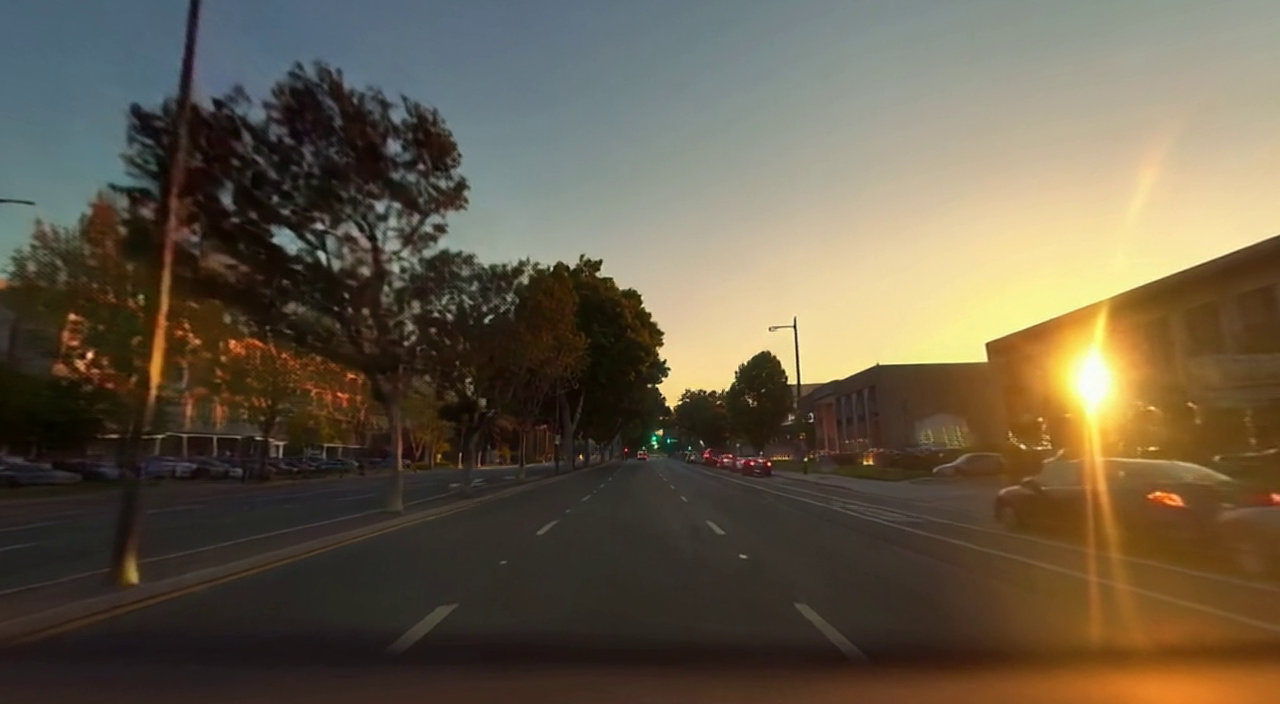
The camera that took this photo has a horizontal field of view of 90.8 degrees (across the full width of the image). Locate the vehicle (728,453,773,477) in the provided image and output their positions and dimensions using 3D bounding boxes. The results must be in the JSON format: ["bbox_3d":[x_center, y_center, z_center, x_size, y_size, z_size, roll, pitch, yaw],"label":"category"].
[{"bbox_3d":[7.435,7.661,43.030,2.066,1.451,4.783,0,-9,-2],"label":"vehicle"}]

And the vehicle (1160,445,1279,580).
[{"bbox_3d":[7.745,1.652,6.299,1.714,1.439,4.020,0,-9,1],"label":"vehicle"}]

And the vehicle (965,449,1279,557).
[{"bbox_3d":[7.861,2.440,11.040,1.913,1.465,4.446,0,-9,-1],"label":"vehicle"}]
